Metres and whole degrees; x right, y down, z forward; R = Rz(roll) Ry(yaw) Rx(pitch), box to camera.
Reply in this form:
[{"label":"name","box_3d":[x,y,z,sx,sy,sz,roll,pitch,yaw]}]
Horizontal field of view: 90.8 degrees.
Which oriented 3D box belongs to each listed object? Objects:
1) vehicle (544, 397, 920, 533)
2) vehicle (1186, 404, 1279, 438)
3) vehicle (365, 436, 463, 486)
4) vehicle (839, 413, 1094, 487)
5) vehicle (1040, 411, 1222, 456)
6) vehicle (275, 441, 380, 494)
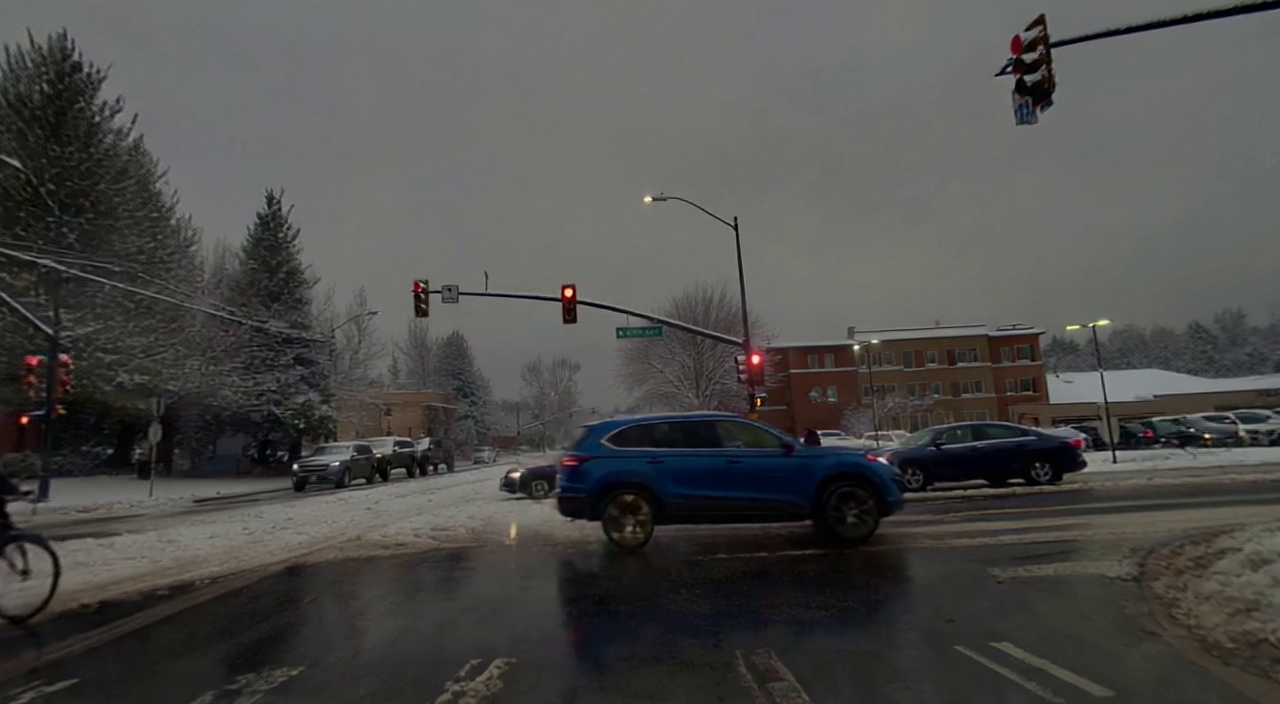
[{"label":"vehicle","box_3d":[1.278,1.748,9.840,5.122,1.781,2.098,-2,-9,6]},{"label":"vehicle","box_3d":[34.911,4.015,36.641,4.326,1.511,1.725,-8,-9,17]},{"label":"vehicle","box_3d":[-10.172,4.949,29.056,2.475,1.940,5.702,-3,-9,0]},{"label":"vehicle","box_3d":[6.724,2.143,13.530,4.385,1.419,1.855,-1,-12,7]},{"label":"vehicle","box_3d":[16.961,2.904,22.106,4.560,1.453,1.851,-3,-9,18]},{"label":"vehicle","box_3d":[-13.729,5.056,28.147,2.251,1.957,4.968,-4,-9,-1]}]
